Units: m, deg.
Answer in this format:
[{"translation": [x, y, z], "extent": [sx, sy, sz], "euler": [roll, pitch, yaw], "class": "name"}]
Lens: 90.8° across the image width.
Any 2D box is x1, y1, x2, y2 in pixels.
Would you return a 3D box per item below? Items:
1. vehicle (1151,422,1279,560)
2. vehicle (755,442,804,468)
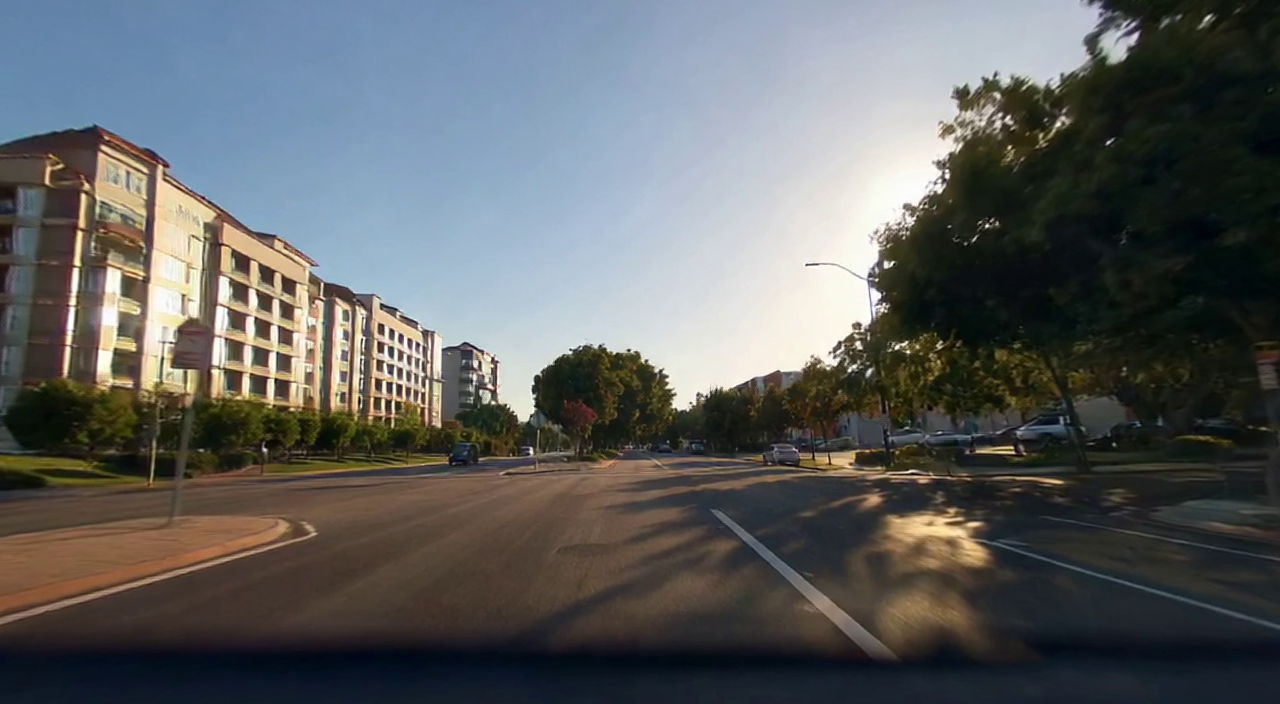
[{"translation": [9.345, 1.736, 7.762], "extent": [2.059, 1.768, 4.737], "euler": [0, -9, -1], "class": "vehicle"}, {"translation": [10.001, 7.393, 45.581], "extent": [2.065, 1.732, 5.036], "euler": [1, -9, -4], "class": "vehicle"}]
